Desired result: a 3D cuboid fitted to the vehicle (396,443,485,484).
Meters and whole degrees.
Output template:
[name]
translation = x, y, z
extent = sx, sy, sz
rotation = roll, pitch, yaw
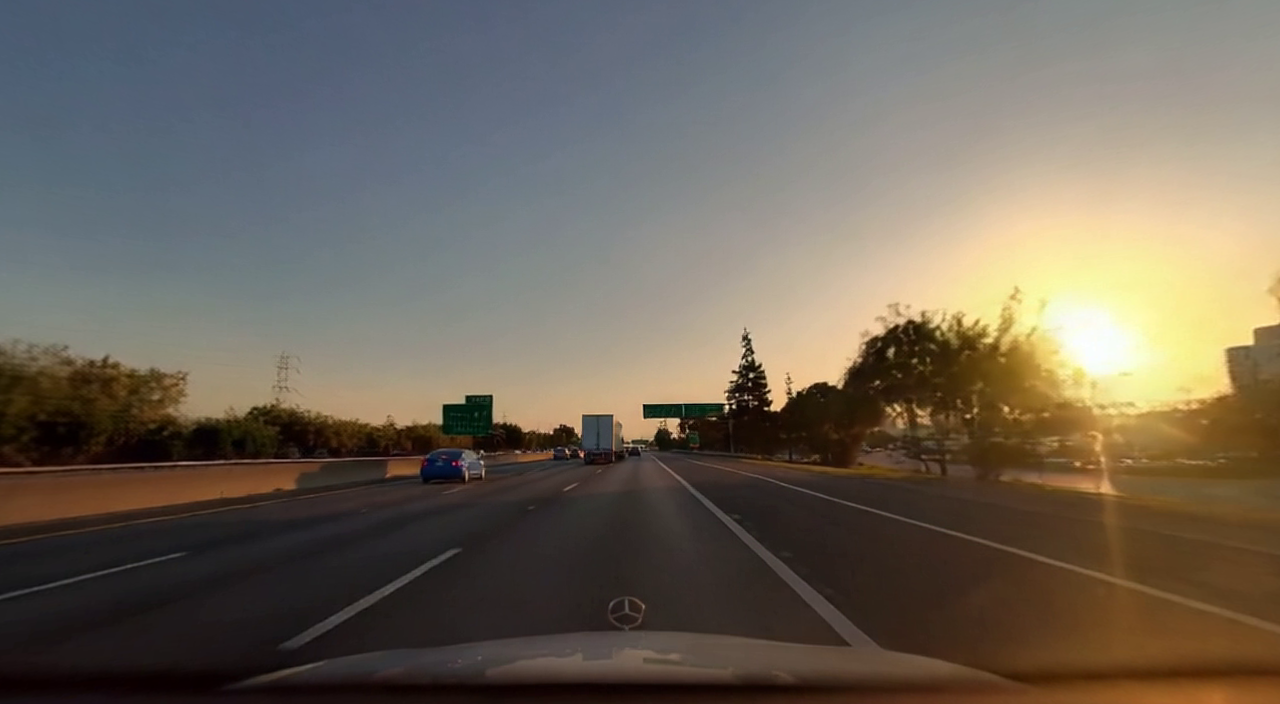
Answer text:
[vehicle]
translation = -7.700, 4.314, 24.732
extent = 1.901, 1.467, 4.629
rotation = 0, -8, 1
